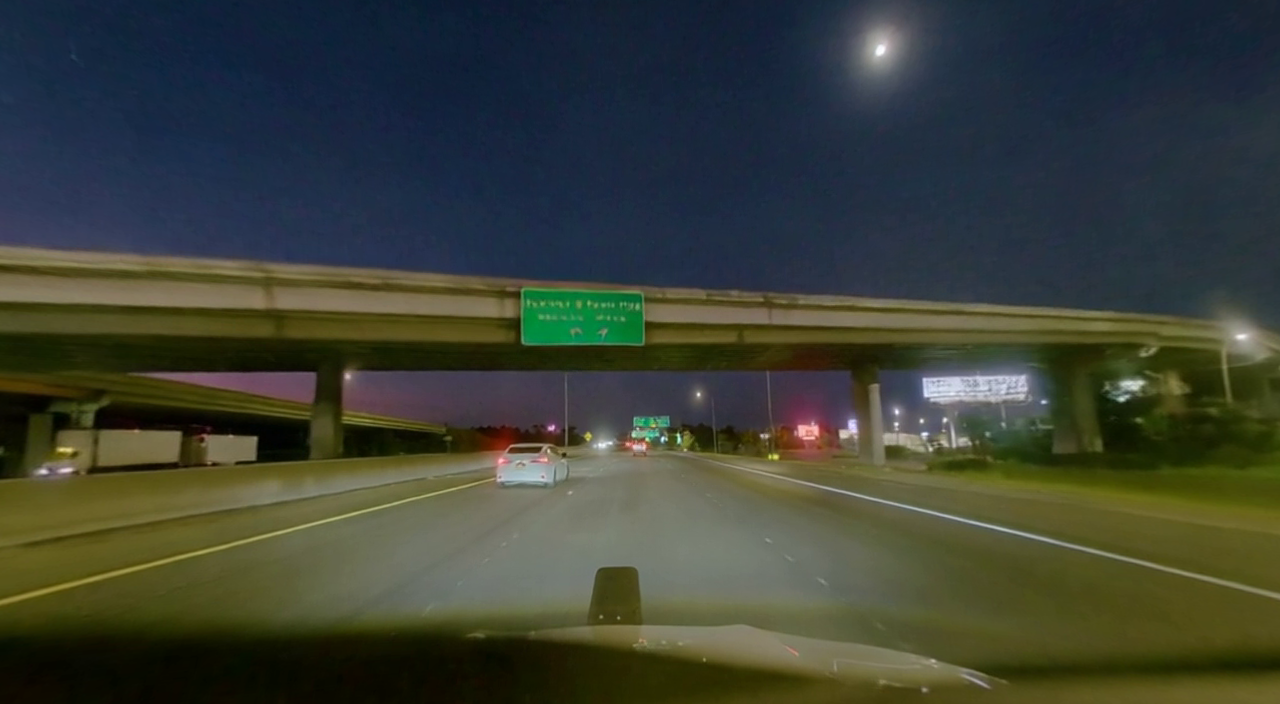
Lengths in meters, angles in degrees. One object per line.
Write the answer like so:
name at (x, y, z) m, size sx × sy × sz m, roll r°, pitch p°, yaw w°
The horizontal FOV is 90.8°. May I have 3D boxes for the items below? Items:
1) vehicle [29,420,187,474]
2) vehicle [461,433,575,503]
vehicle at (-40.892, 7.395, 49.381) m, size 2.976 × 3.691 × 10.721 m, roll 0°, pitch -8°, yaw 0°
vehicle at (-3.001, 2.968, 16.694) m, size 2.029 × 1.557 × 4.570 m, roll 0°, pitch -8°, yaw 1°
